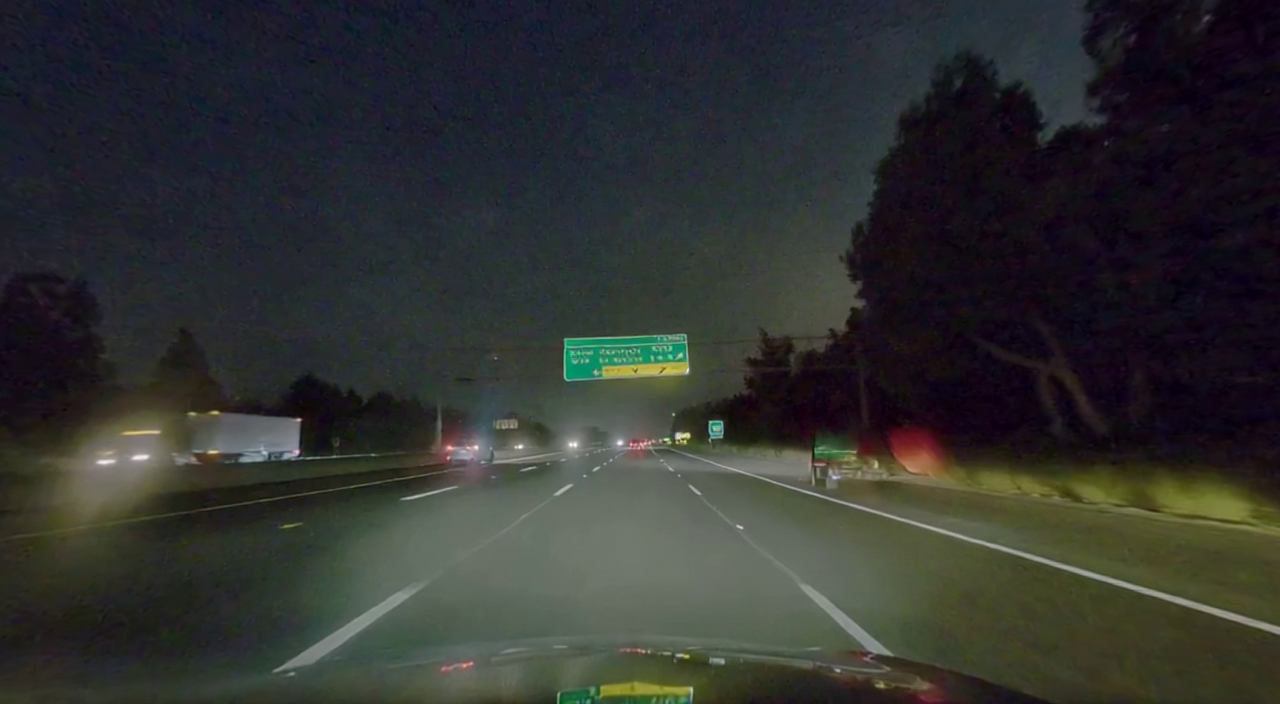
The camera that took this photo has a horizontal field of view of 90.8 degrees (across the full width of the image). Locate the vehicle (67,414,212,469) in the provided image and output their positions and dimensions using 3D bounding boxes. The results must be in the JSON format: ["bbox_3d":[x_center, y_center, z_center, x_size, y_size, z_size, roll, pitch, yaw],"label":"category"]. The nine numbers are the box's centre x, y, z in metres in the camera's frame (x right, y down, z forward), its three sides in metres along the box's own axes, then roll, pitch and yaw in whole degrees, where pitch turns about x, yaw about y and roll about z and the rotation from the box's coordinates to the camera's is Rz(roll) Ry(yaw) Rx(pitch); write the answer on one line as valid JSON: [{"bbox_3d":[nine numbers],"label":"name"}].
[{"bbox_3d":[-29.279,5.334,37.417,2.959,2.955,6.625,0,-9,1],"label":"vehicle"}]

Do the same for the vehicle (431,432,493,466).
[{"bbox_3d":[-10.861,5.956,39.016,2.270,1.936,5.190,0,-8,1],"label":"vehicle"}]

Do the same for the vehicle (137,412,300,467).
[{"bbox_3d":[-29.314,6.311,45.172,2.739,3.327,12.941,0,-8,0],"label":"vehicle"}]
